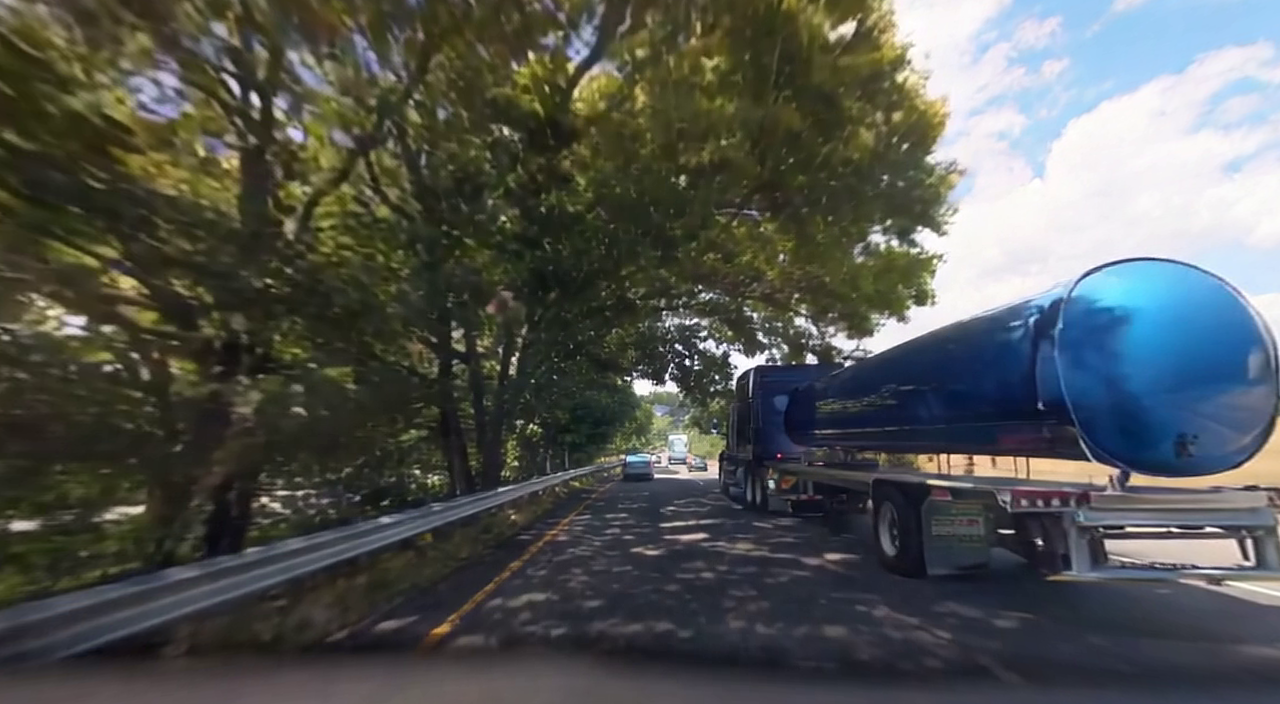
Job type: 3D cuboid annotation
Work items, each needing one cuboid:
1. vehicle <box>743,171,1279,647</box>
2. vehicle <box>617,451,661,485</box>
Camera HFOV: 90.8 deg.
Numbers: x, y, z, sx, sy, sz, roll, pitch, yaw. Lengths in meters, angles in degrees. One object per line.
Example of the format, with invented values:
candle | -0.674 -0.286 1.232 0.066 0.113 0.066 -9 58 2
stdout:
vehicle | 4.023 1.208 10.351 2.694 3.453 11.641 0 -9 0
vehicle | -0.065 5.600 30.692 2.003 1.490 3.636 0 -9 0
